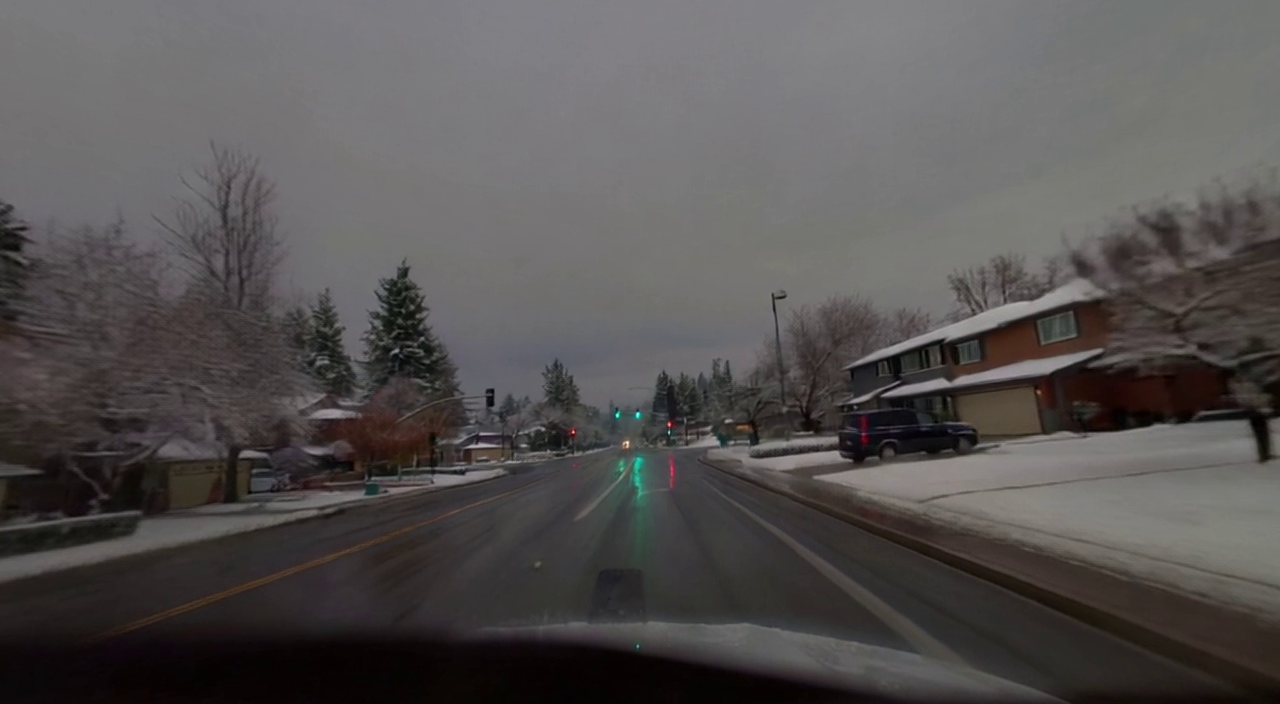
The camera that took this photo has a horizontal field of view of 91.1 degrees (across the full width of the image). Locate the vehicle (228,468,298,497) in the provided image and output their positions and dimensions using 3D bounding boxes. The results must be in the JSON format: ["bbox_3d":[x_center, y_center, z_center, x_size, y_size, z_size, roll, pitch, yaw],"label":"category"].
[{"bbox_3d":[-22.331,7.722,37.337,1.847,1.461,3.659,0,-8,0],"label":"vehicle"}]

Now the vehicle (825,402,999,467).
[{"bbox_3d":[8.313,2.552,19.269,4.636,1.823,1.997,3,-9,-18],"label":"vehicle"}]
